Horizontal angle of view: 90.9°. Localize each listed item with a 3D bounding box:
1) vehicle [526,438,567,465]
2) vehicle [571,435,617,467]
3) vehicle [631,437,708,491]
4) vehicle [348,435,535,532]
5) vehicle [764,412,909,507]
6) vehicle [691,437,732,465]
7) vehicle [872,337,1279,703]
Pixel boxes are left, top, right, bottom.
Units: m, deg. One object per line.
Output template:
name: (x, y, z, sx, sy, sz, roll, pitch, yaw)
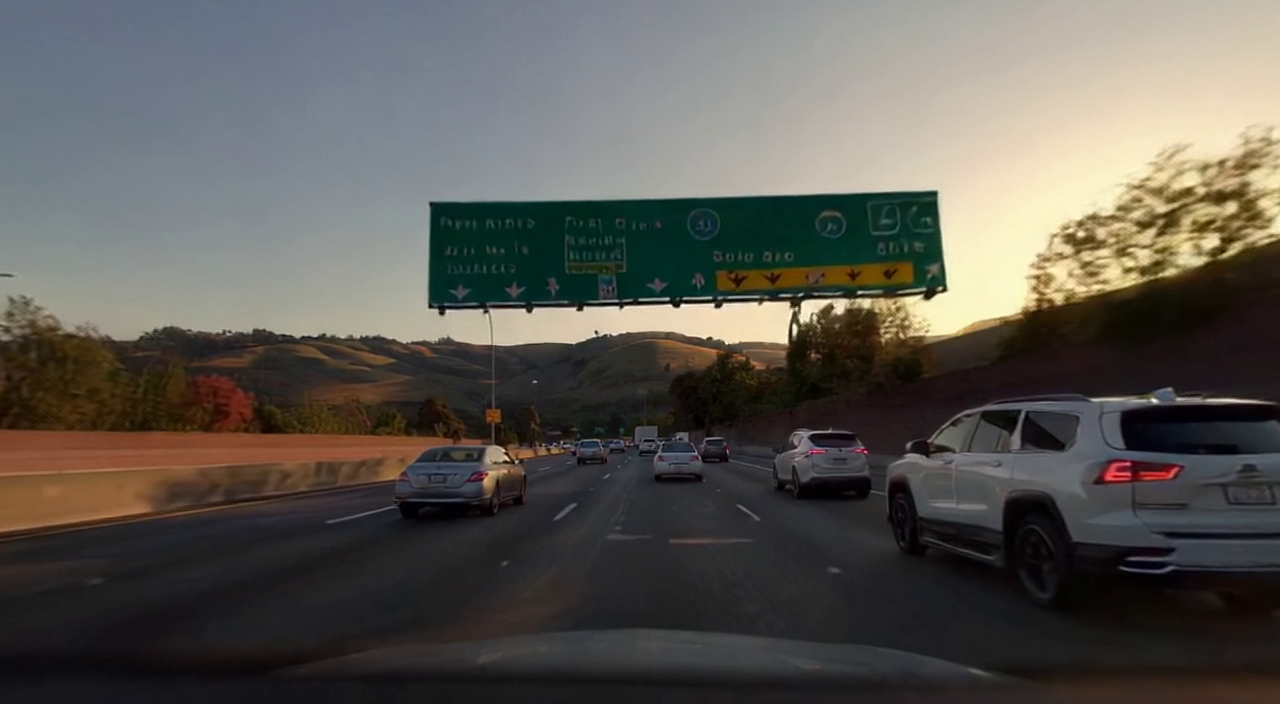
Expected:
vehicle: (-6.485, 6.930, 44.263, 2.055, 1.751, 4.825, 0, -8, 2)
vehicle: (-2.642, 5.850, 37.519, 2.154, 1.793, 4.736, 0, -8, 2)
vehicle: (0.773, 3.362, 19.374, 2.105, 1.471, 3.978, 0, -8, -1)
vehicle: (-3.379, 2.308, 11.791, 1.961, 1.456, 4.362, 0, -8, 2)
vehicle: (4.389, 2.489, 14.991, 1.970, 1.872, 4.575, 0, -8, 0)
vehicle: (4.016, 5.643, 36.167, 1.855, 1.513, 3.915, 0, -8, 0)
vehicle: (3.771, 1.133, 5.381, 1.930, 1.831, 4.344, 0, -8, 0)
